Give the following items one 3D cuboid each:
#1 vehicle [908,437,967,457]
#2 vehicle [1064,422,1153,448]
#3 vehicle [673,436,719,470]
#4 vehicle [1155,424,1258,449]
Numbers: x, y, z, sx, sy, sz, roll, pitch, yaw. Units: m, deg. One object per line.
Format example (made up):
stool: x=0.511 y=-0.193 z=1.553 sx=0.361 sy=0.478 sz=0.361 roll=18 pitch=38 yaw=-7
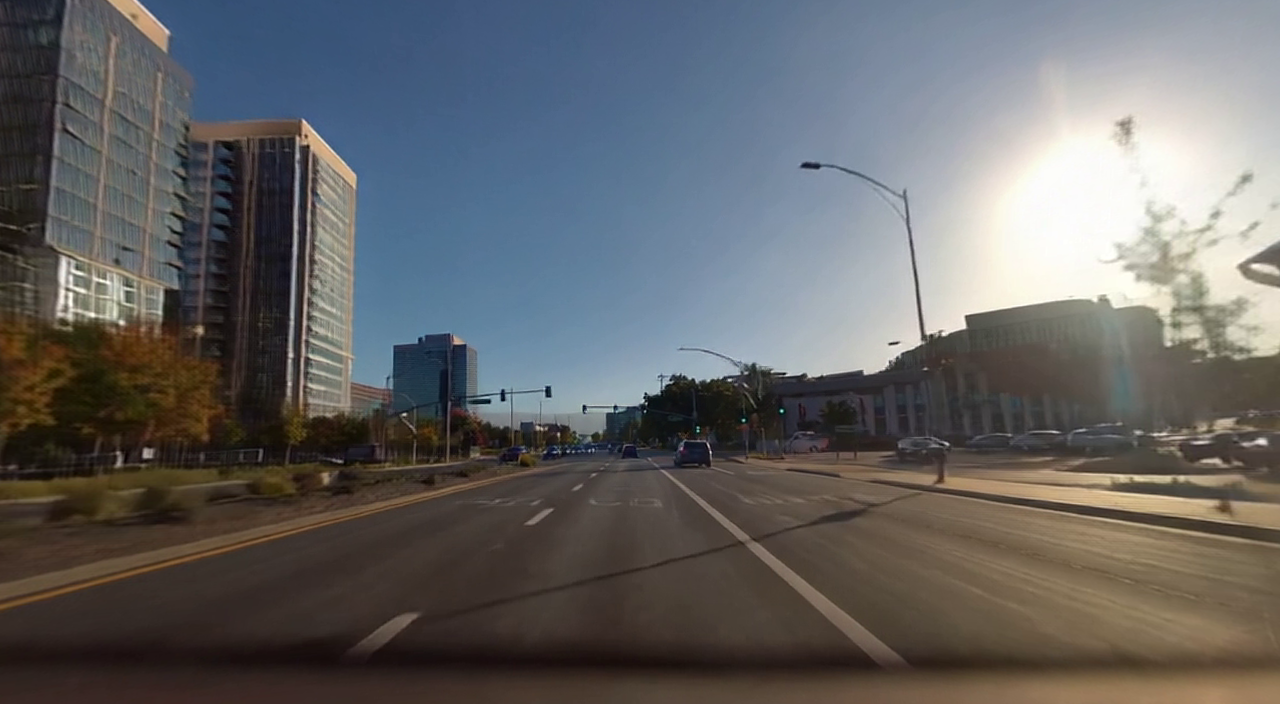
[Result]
vehicle: x=22.513 y=7.220 z=47.888 sx=3.536 sy=1.412 sz=1.727 roll=0 pitch=-8 yaw=-1
vehicle: x=34.283 y=6.121 z=46.324 sx=4.842 sy=1.770 sz=2.089 roll=0 pitch=-9 yaw=0
vehicle: x=3.088 y=5.719 z=35.915 sx=2.069 sy=1.761 sz=4.610 roll=0 pitch=-8 yaw=-2
vehicle: x=34.330 y=5.146 z=38.350 sx=4.273 sy=1.446 sz=1.929 roll=-1 pitch=-8 yaw=2
